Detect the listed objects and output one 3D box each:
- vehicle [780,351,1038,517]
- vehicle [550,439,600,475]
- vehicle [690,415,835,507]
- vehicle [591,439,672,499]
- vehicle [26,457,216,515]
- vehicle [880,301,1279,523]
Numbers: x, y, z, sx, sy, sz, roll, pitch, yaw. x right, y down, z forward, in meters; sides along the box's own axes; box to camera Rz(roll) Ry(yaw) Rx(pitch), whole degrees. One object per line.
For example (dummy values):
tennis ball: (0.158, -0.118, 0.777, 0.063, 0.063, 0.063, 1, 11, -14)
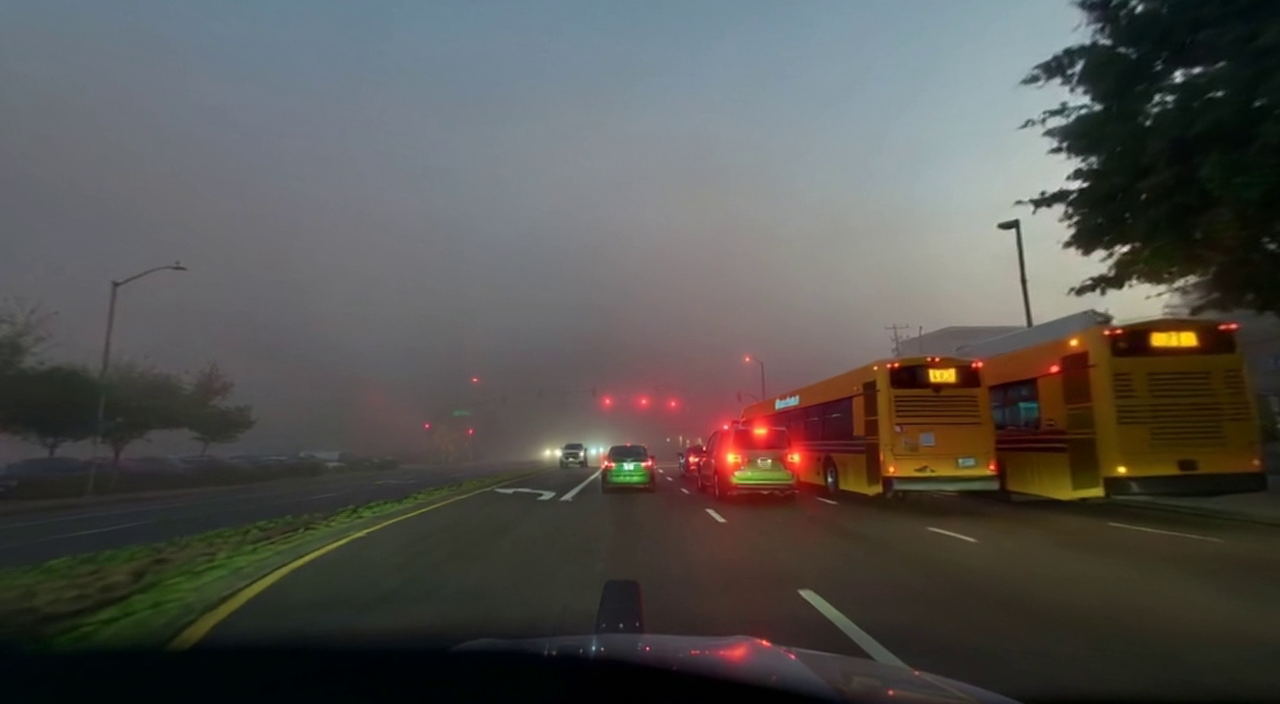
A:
vehicle: (6.353, 2.260, 17.117, 2.879, 3.318, 8.881, 0, -8, -1)
vehicle: (-3.290, 5.388, 32.715, 2.180, 1.708, 4.397, 0, -9, -1)
vehicle: (2.874, 2.802, 16.627, 2.490, 1.951, 5.931, 0, -9, -2)
vehicle: (-0.279, 3.294, 18.187, 2.071, 1.525, 3.723, 0, -9, -2)
vehicle: (-14.775, 3.803, 18.375, 1.960, 1.396, 4.185, 0, -9, 0)
vehicle: (10.164, 1.844, 16.962, 3.181, 4.110, 10.468, 0, -9, -1)
